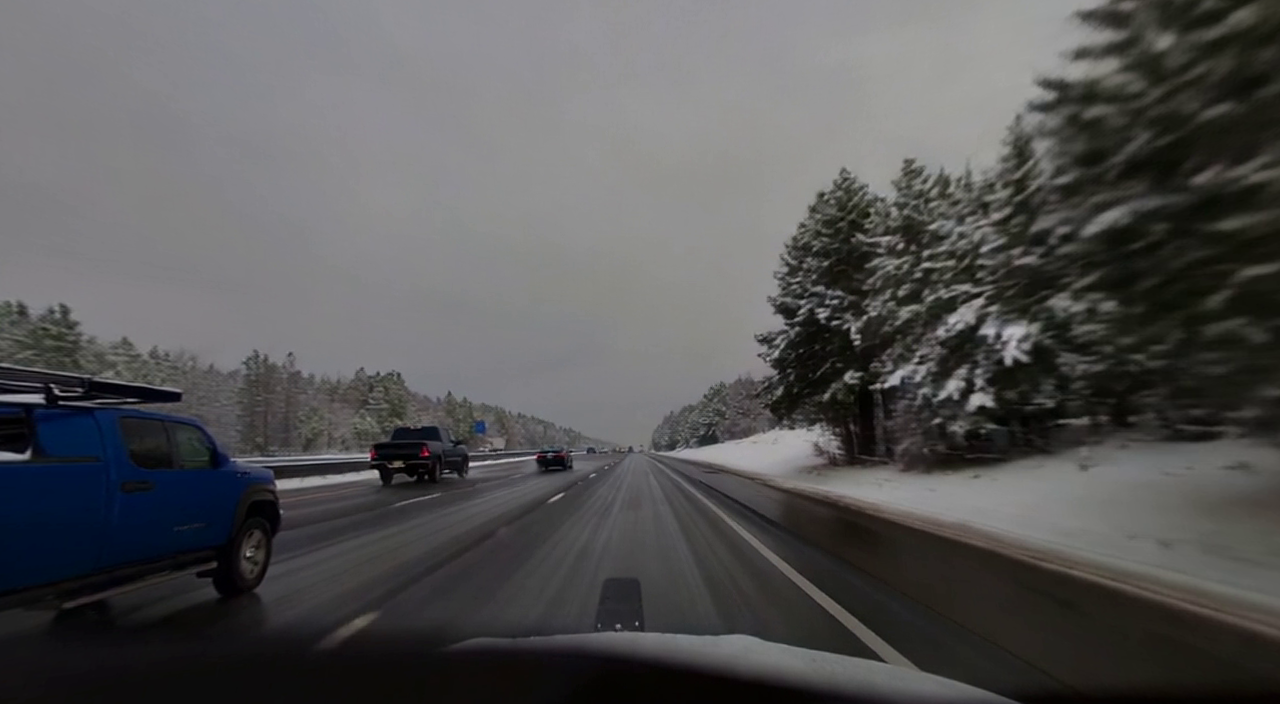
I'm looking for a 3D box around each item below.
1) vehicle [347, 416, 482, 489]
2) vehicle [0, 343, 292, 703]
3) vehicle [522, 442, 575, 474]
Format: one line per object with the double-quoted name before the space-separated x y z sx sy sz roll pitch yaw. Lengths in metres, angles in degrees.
"vehicle" -7.795 3.590 22.658 2.594 2.254 6.028 0 -9 0
"vehicle" -4.081 0.835 2.700 2.200 1.807 5.041 0 -9 1
"vehicle" -4.628 5.452 32.506 2.012 1.509 4.359 0 -9 1
